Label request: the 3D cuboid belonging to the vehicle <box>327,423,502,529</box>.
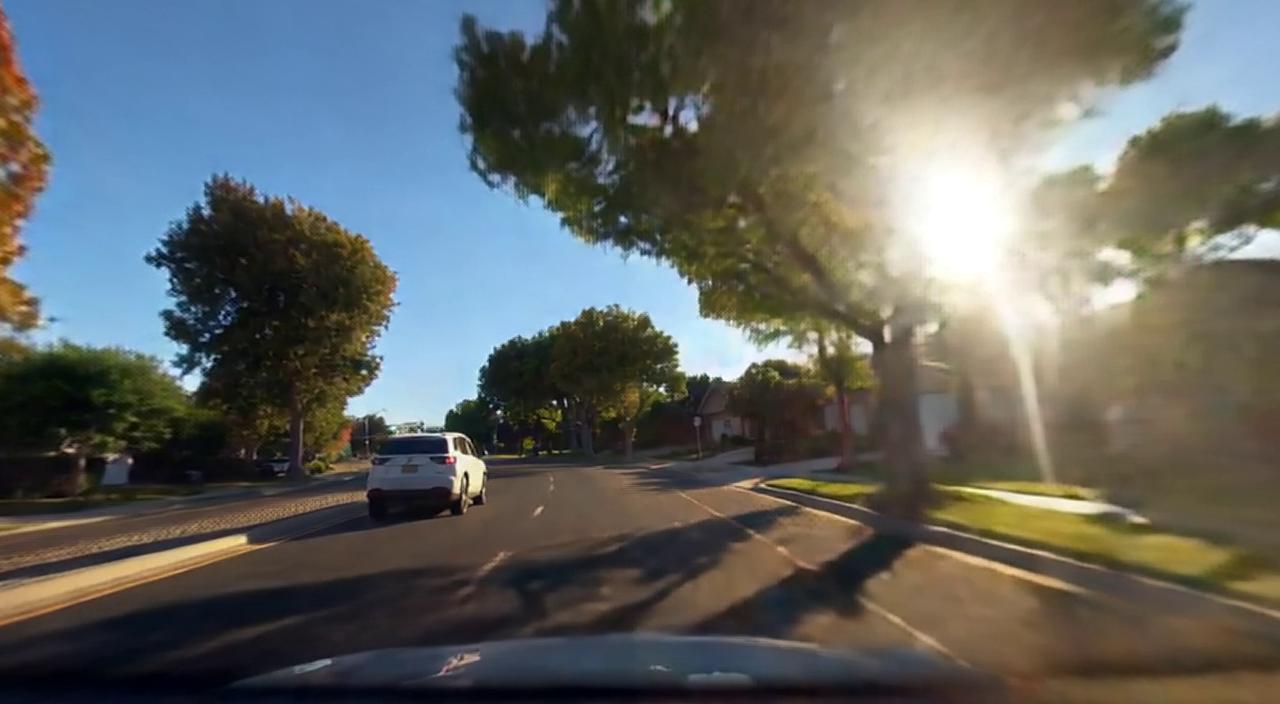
[{"bbox_3d":[-4.311,2.428,12.979,2.175,1.772,4.442,0,-8,-4],"label":"vehicle"}]
